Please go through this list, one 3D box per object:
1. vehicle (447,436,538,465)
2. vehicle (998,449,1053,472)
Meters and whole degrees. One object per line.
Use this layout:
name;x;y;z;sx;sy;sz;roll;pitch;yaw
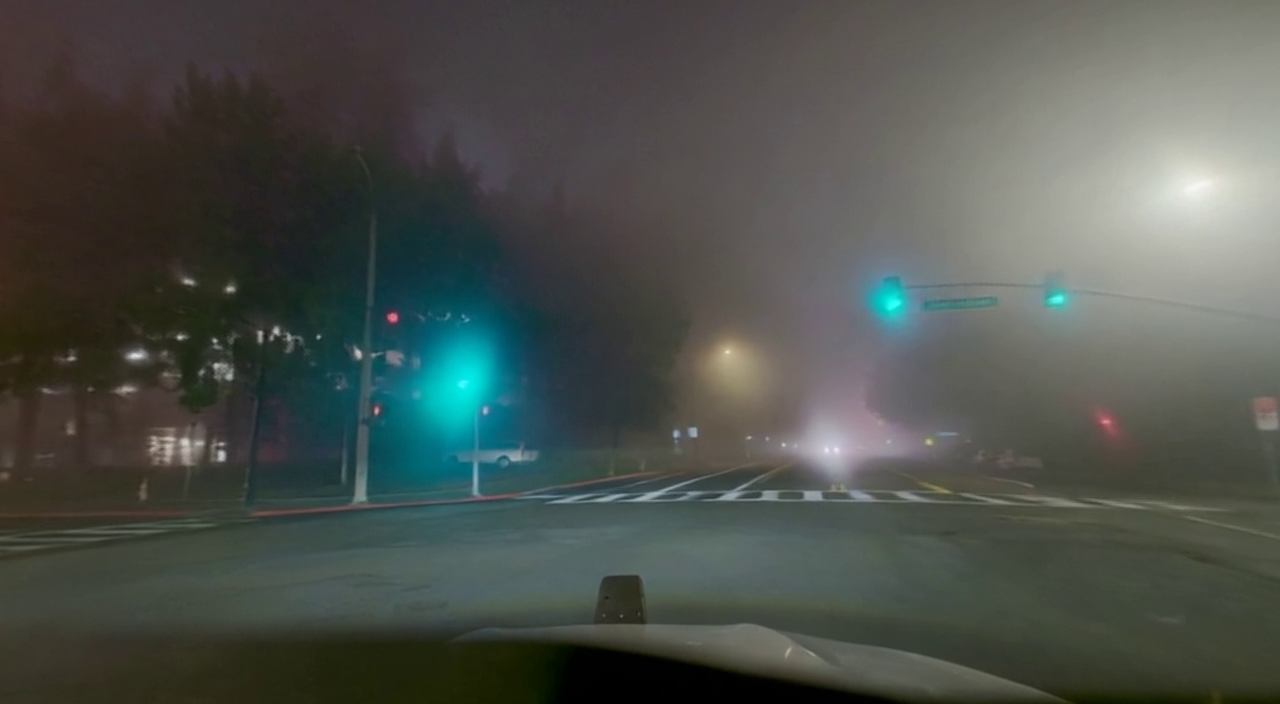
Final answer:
vehicle;-8.572;5.711;36.776;4.765;1.593;1.891;-2;-9;13
vehicle;25.788;7.240;42.443;1.893;1.454;4.483;-2;-9;15
